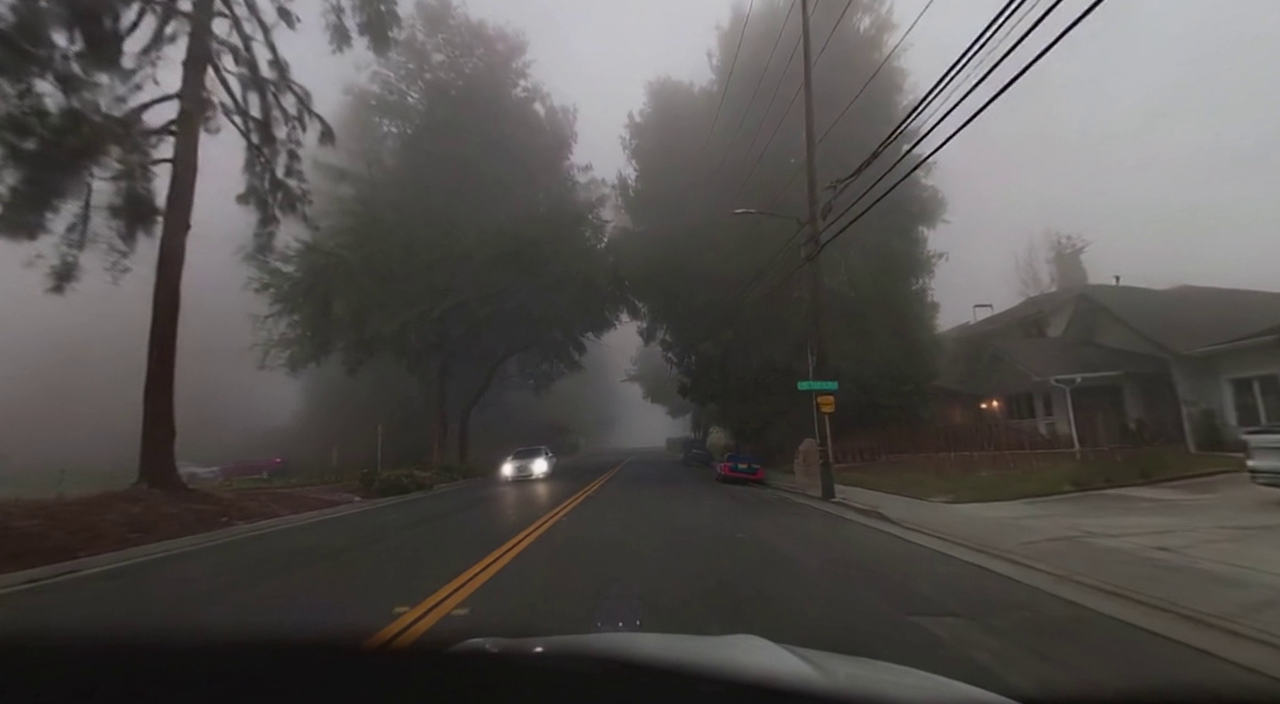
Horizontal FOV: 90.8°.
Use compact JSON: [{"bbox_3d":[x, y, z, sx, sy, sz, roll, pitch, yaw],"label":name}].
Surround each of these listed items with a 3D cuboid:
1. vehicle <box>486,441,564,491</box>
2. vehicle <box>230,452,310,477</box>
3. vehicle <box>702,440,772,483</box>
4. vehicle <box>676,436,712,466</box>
[{"bbox_3d":[-3.740,3.767,21.200,1.839,1.520,3.656,-1,-8,2],"label":"vehicle"},{"bbox_3d":[-26.538,8.061,45.391,4.542,1.692,1.892,0,-8,2],"label":"vehicle"},{"bbox_3d":[3.632,4.180,24.471,1.915,1.491,4.642,0,-8,0],"label":"vehicle"},{"bbox_3d":[3.762,6.990,44.740,2.004,1.923,4.681,0,-8,-2],"label":"vehicle"}]
